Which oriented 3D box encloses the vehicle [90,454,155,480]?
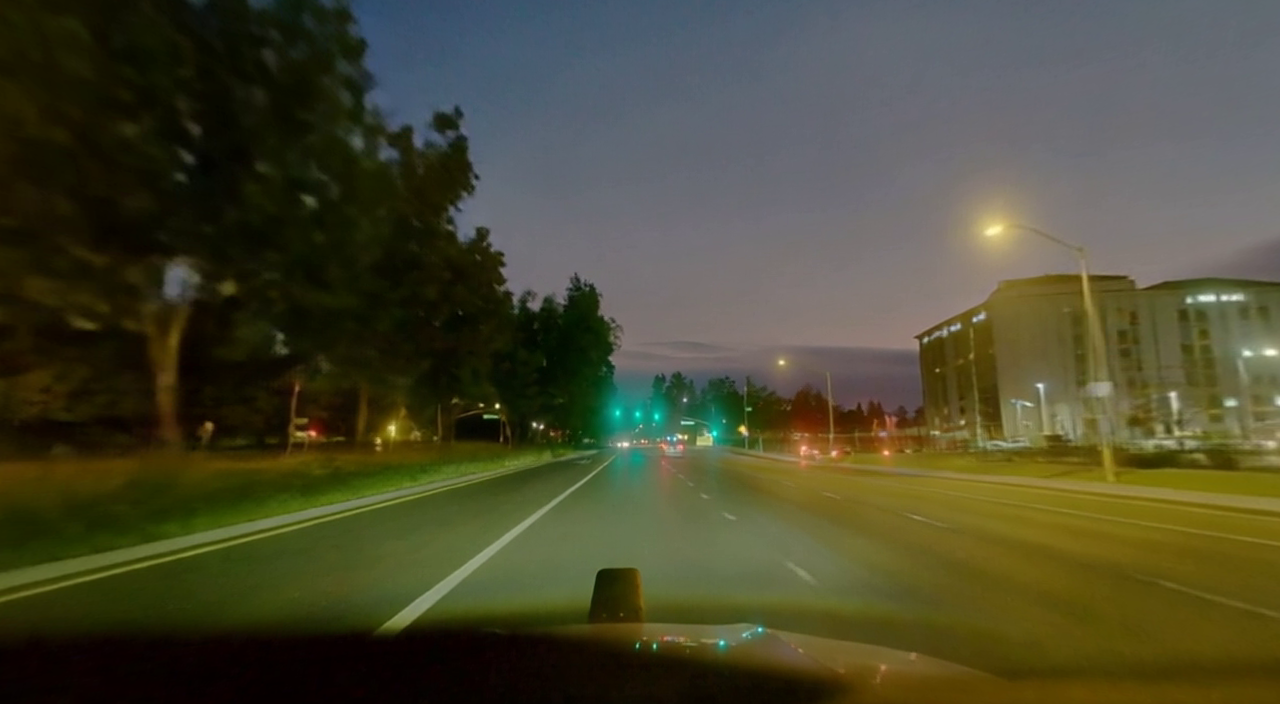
[{"bbox_3d":[-30.414,6.725,37.088,4.351,1.413,1.878,-7,-11,38],"label":"vehicle"}]

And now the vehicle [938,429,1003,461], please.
[{"bbox_3d":[20.499,5.760,39.481,2.222,1.742,5.231,0,-7,12],"label":"vehicle"}]
